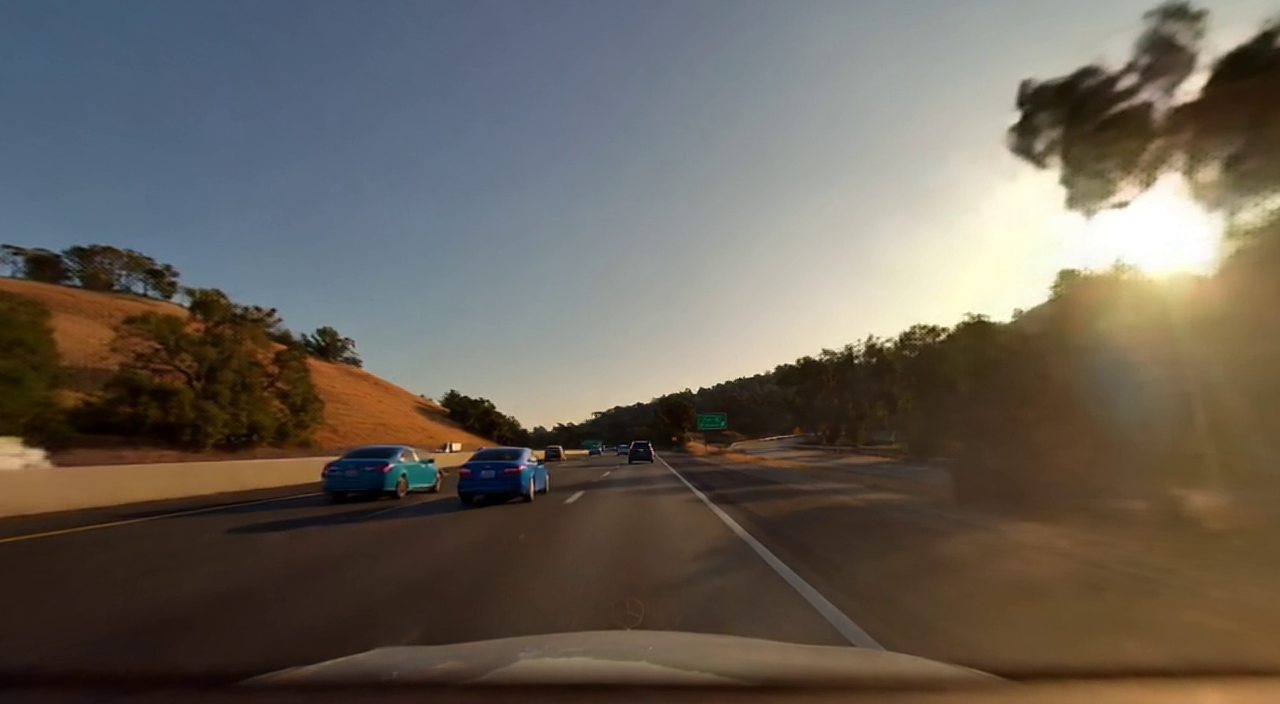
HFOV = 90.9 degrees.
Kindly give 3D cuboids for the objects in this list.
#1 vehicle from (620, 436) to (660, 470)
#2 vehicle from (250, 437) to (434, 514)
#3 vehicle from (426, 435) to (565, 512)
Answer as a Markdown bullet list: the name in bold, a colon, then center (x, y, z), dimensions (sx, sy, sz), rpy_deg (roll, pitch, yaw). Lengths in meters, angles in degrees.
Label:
- **vehicle**: center (0.060, 6.297, 39.516), dimensions (2.309, 1.915, 5.130), rpy_deg (-1, -9, 1)
- **vehicle**: center (-6.778, 2.843, 15.059), dimensions (2.009, 1.519, 4.697), rpy_deg (-1, -9, 1)
- **vehicle**: center (-3.336, 2.920, 15.756), dimensions (2.139, 1.589, 5.102), rpy_deg (-1, -9, 2)
